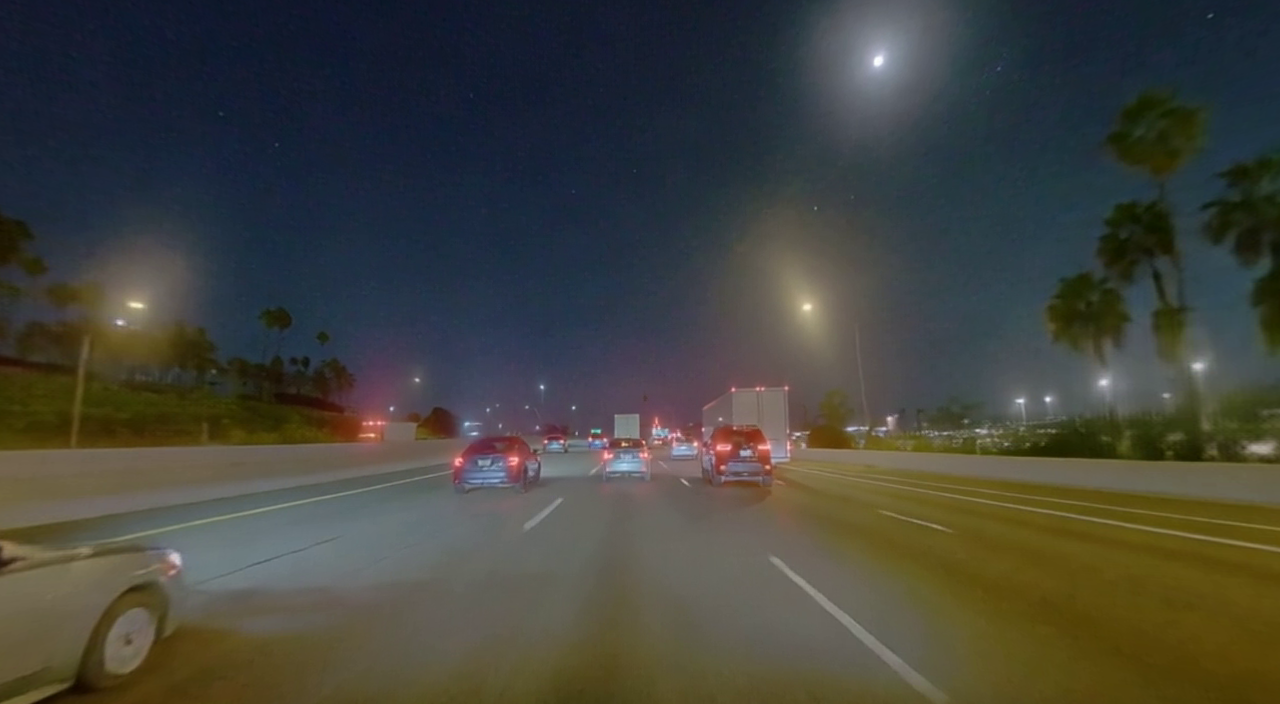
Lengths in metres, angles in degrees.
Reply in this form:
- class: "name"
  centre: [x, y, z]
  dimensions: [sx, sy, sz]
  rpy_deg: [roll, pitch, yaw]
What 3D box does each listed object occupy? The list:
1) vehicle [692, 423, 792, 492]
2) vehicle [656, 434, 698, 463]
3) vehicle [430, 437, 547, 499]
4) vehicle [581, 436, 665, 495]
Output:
- class: "vehicle"
  centre: [2.993, 3.230, 19.609]
  dimensions: [2.173, 1.870, 4.499]
  rpy_deg: [0, -8, -2]
- class: "vehicle"
  centre: [2.491, 6.712, 44.027]
  dimensions: [2.476, 1.843, 5.652]
  rpy_deg: [0, -8, -1]
- class: "vehicle"
  centre: [-3.830, 3.007, 16.788]
  dimensions: [1.998, 1.423, 4.436]
  rpy_deg: [0, -8, 0]
- class: "vehicle"
  centre: [-0.456, 3.166, 18.000]
  dimensions: [2.136, 1.470, 3.971]
  rpy_deg: [0, -8, -1]
